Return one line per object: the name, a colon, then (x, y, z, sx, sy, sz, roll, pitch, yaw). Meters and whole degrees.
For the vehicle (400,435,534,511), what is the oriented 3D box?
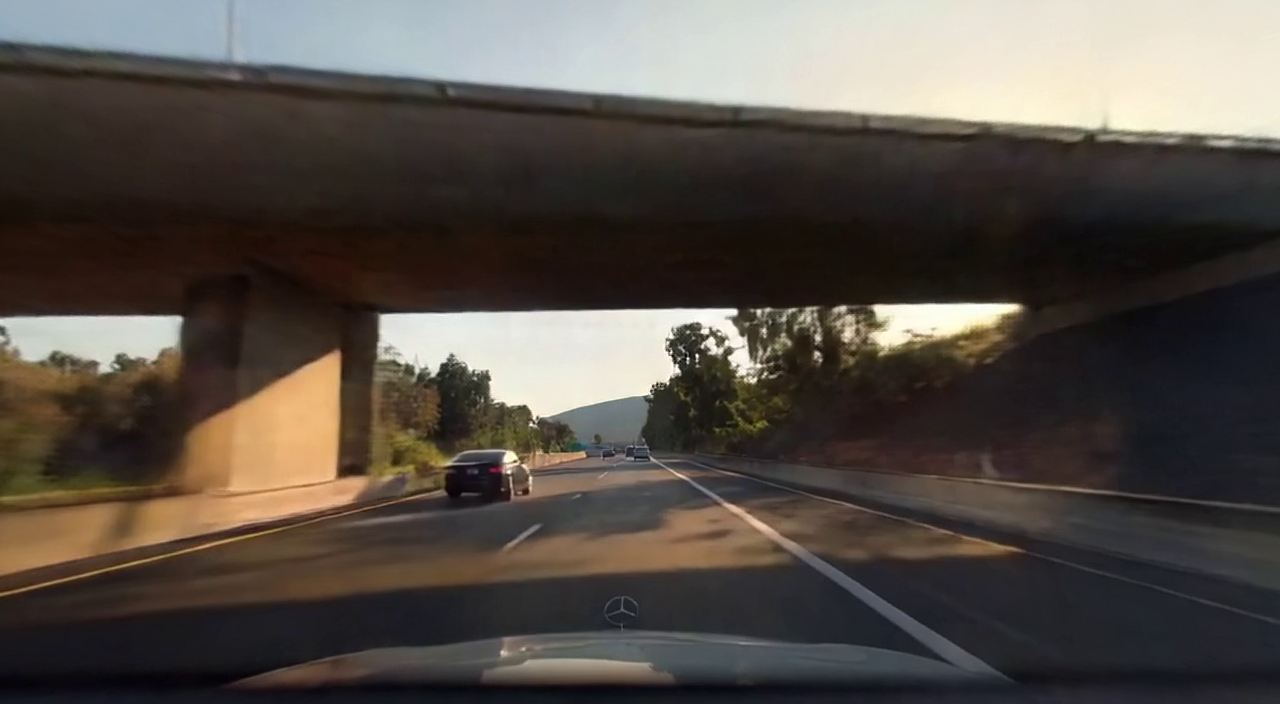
vehicle: (-4.137, 2.967, 15.962, 2.076, 1.637, 4.526, 0, -9, 0)
